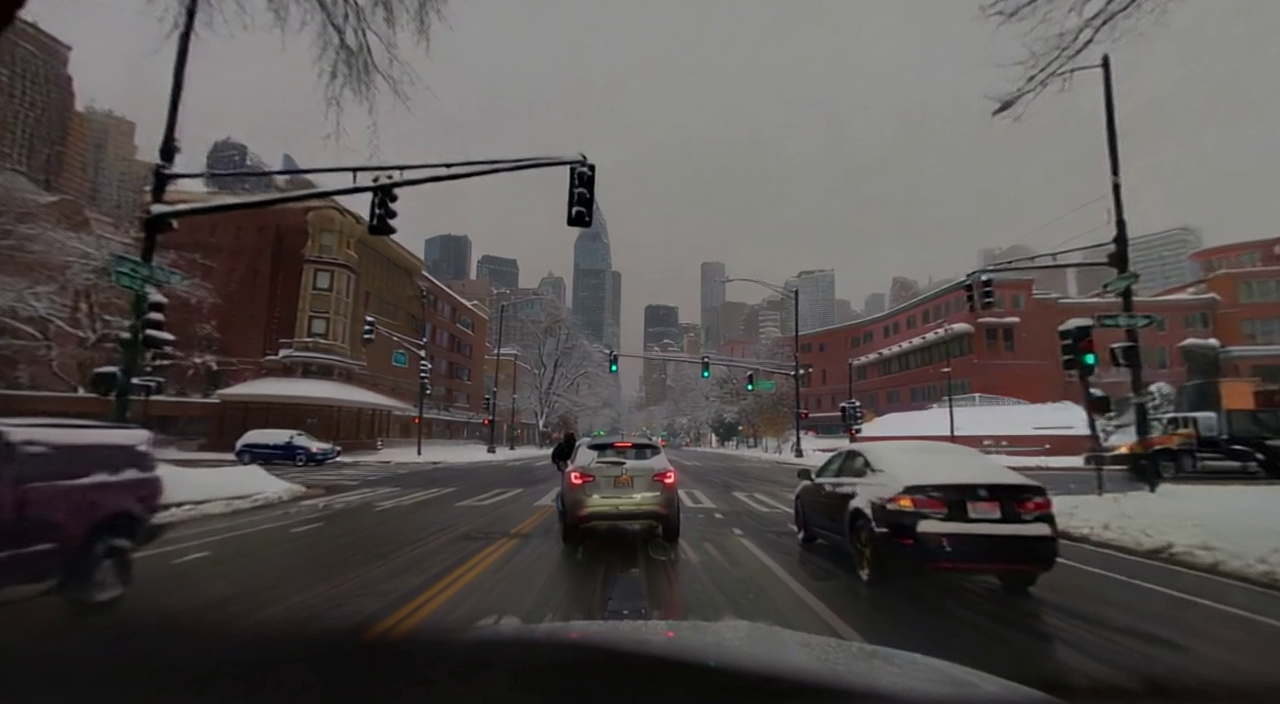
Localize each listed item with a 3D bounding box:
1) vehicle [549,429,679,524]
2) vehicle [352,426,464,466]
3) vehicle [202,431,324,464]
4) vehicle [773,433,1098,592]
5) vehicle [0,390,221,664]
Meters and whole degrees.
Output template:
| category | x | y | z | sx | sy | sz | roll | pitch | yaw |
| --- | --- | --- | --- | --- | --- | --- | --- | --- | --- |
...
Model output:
| category | x | y | z | sx | sy | sz | roll | pitch | yaw |
| --- | --- | --- | --- | --- | --- | --- | --- | --- | --- |
| vehicle | -0.477 | 2.231 | 11.818 | 2.031 | 1.461 | 3.763 | 0 | -8 | -2 |
| vehicle | -10.496 | 4.246 | 28.566 | 4.556 | 1.689 | 1.982 | -3 | -9 | 22 |
| vehicle | -17.639 | 4.483 | 29.651 | 4.511 | 1.483 | 1.877 | 0 | -8 | 0 |
| vehicle | 3.204 | 1.804 | 8.089 | 1.942 | 1.443 | 4.468 | 0 | -8 | -1 |
| vehicle | -4.970 | 1.061 | 3.755 | 2.111 | 1.661 | 4.537 | 1 | -8 | -5 |
